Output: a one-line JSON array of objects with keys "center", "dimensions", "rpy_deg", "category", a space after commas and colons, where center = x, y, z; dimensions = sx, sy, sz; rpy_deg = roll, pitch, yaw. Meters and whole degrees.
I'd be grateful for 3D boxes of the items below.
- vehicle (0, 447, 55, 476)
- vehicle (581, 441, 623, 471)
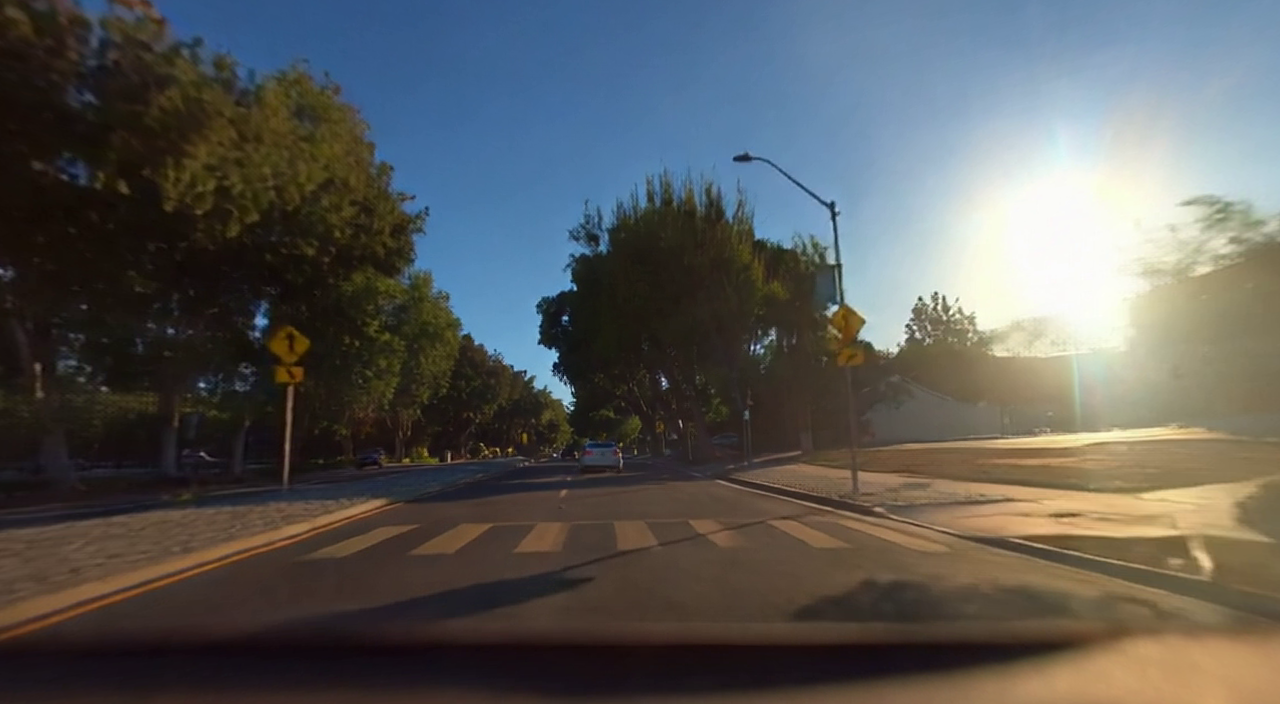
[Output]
[{"center": [-47.468, 8.433, 48.979], "dimensions": [2.020, 2.099, 4.657], "rpy_deg": [5, -10, -30], "category": "vehicle"}, {"center": [-2.103, 5.594, 34.257], "dimensions": [2.142, 1.501, 4.273], "rpy_deg": [1, -9, -4], "category": "vehicle"}]
